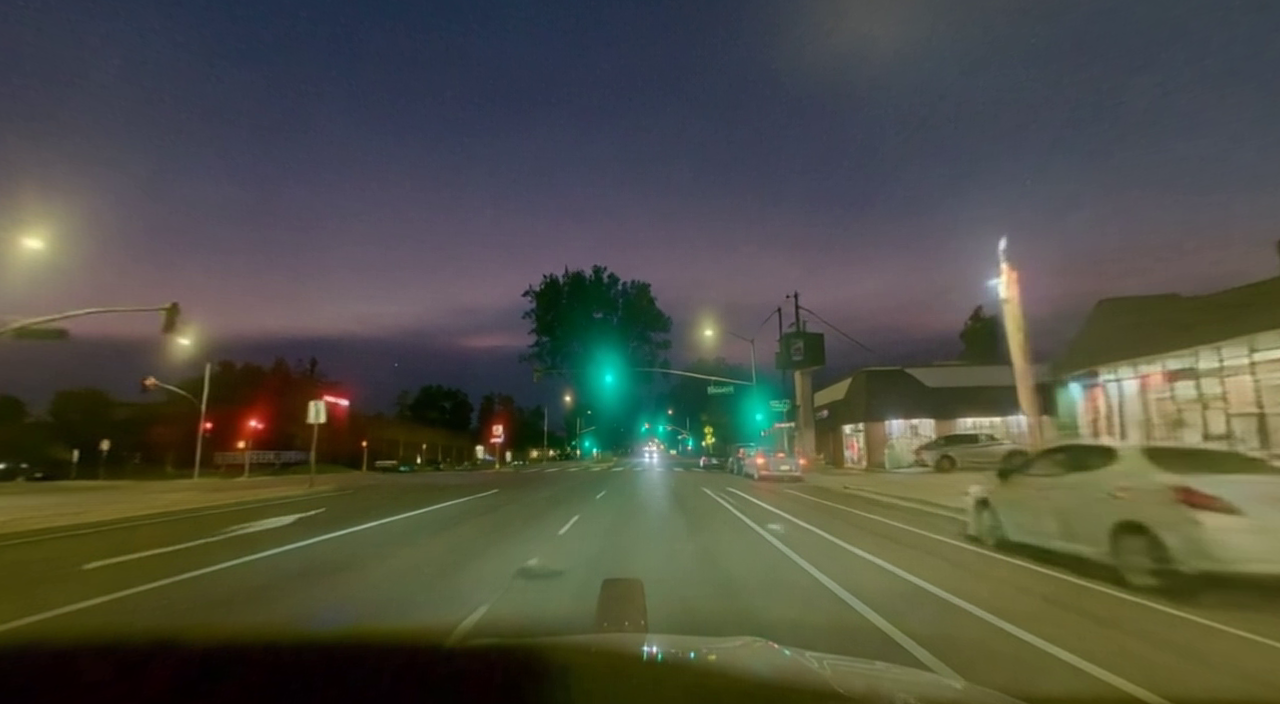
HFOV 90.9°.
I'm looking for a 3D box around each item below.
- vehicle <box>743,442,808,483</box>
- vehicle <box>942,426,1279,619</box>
[{"bbox_3d":[6.026,4.995,28.754,1.845,1.664,5.285,0,-9,1],"label":"vehicle"},{"bbox_3d":[5.848,1.753,7.540,2.057,1.541,4.735,0,-9,-1],"label":"vehicle"}]
